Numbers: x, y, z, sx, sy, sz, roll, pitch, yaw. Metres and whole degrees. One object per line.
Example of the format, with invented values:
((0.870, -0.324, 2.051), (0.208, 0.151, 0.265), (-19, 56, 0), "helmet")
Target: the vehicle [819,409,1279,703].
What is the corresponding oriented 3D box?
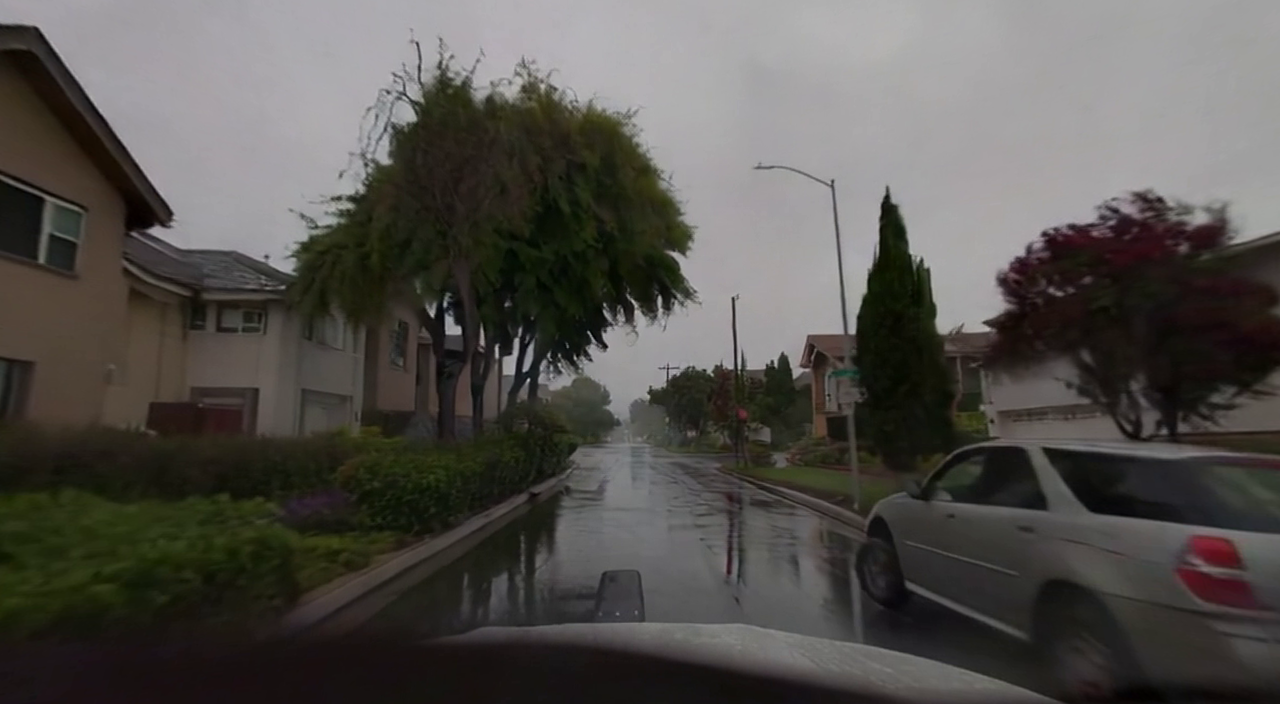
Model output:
((2.878, 1.227, 4.281), (1.955, 1.498, 4.046), (0, -8, -3), "vehicle")
